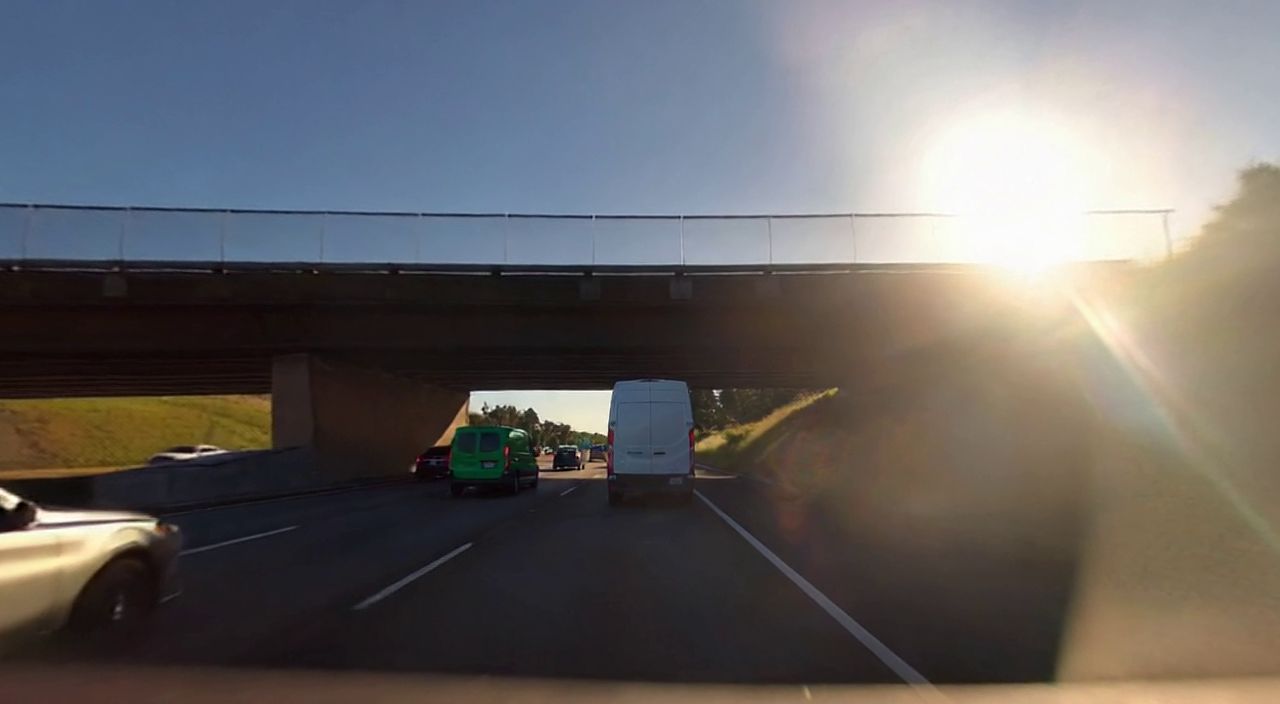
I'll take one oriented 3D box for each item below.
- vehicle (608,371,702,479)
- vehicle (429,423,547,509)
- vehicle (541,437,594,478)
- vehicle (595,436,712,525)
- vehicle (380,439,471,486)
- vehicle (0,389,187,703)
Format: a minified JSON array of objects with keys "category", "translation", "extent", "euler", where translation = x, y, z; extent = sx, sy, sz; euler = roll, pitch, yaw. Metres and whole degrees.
[{"category":"vehicle","translation":[0.452,4.043,31.697],"extent":[3.289,3.822,18.653],"euler":[0,-9,0]},{"category":"vehicle","translation":[-3.673,2.840,16.023],"extent":[1.951,1.882,3.979],"euler":[0,-9,1]},{"category":"vehicle","translation":[-3.516,5.217,31.319],"extent":[2.068,1.862,4.234],"euler":[0,-9,0]},{"category":"vehicle","translation":[0.220,2.469,12.522],"extent":[1.991,1.507,3.391],"euler":[0,-9,0]},{"category":"vehicle","translation":[-8.398,4.365,25.138],"extent":[2.093,1.675,4.233],"euler":[0,-9,0]},{"category":"vehicle","translation":[-3.778,0.837,2.098],"extent":[1.845,1.554,3.565],"euler":[0,-9,0]}]
